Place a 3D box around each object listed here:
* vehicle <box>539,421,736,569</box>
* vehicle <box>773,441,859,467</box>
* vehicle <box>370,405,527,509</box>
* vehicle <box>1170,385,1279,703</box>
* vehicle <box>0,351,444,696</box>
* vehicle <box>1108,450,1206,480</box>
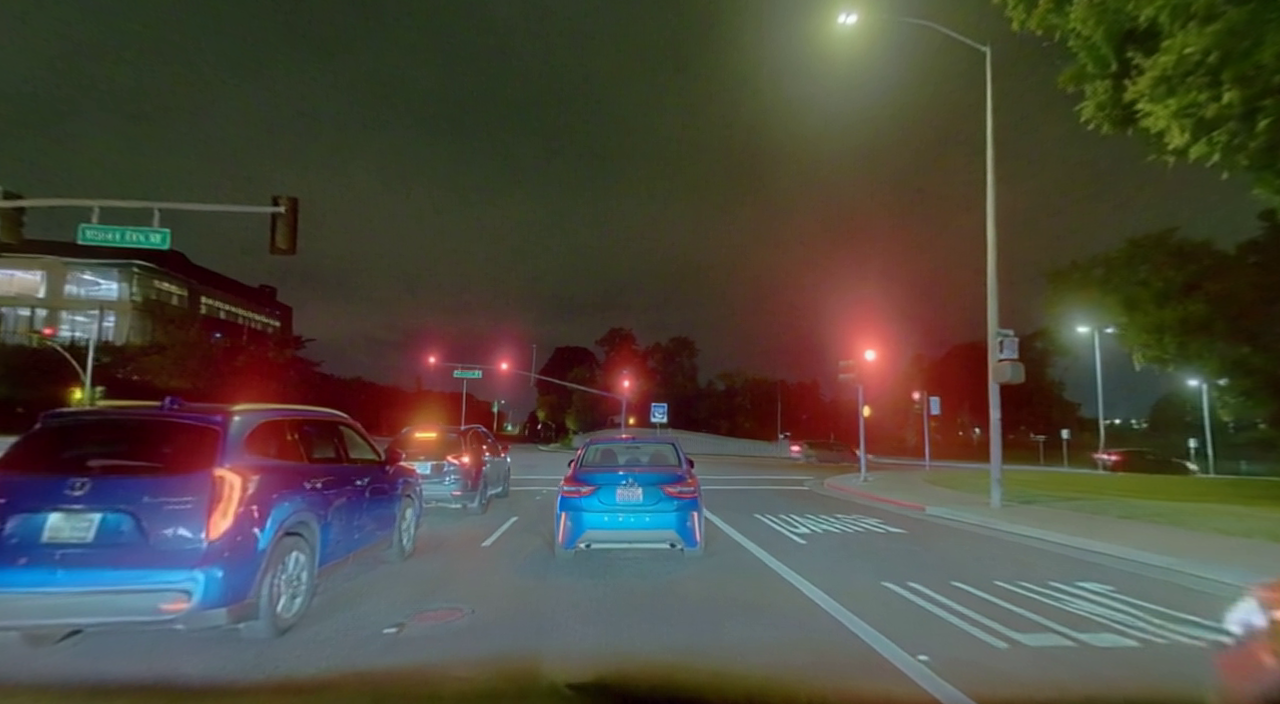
[{"bbox_3d":[-0.169,1.778,8.703,2.001,1.483,4.442,0,-8,-4],"label":"vehicle"},{"bbox_3d":[10.721,6.212,38.674,4.609,1.513,1.861,1,-9,-7],"label":"vehicle"},{"bbox_3d":[-4.178,2.433,15.007,2.305,1.984,5.586,0,-8,-4],"label":"vehicle"},{"bbox_3d":[3.315,0.588,0.246,2.100,1.524,4.746,0,-8,0],"label":"vehicle"},{"bbox_3d":[-3.267,1.179,5.441,1.924,1.737,4.387,0,-8,-3],"label":"vehicle"},{"bbox_3d":[32.456,7.081,39.762,4.394,1.802,1.924,0,-8,1],"label":"vehicle"}]
